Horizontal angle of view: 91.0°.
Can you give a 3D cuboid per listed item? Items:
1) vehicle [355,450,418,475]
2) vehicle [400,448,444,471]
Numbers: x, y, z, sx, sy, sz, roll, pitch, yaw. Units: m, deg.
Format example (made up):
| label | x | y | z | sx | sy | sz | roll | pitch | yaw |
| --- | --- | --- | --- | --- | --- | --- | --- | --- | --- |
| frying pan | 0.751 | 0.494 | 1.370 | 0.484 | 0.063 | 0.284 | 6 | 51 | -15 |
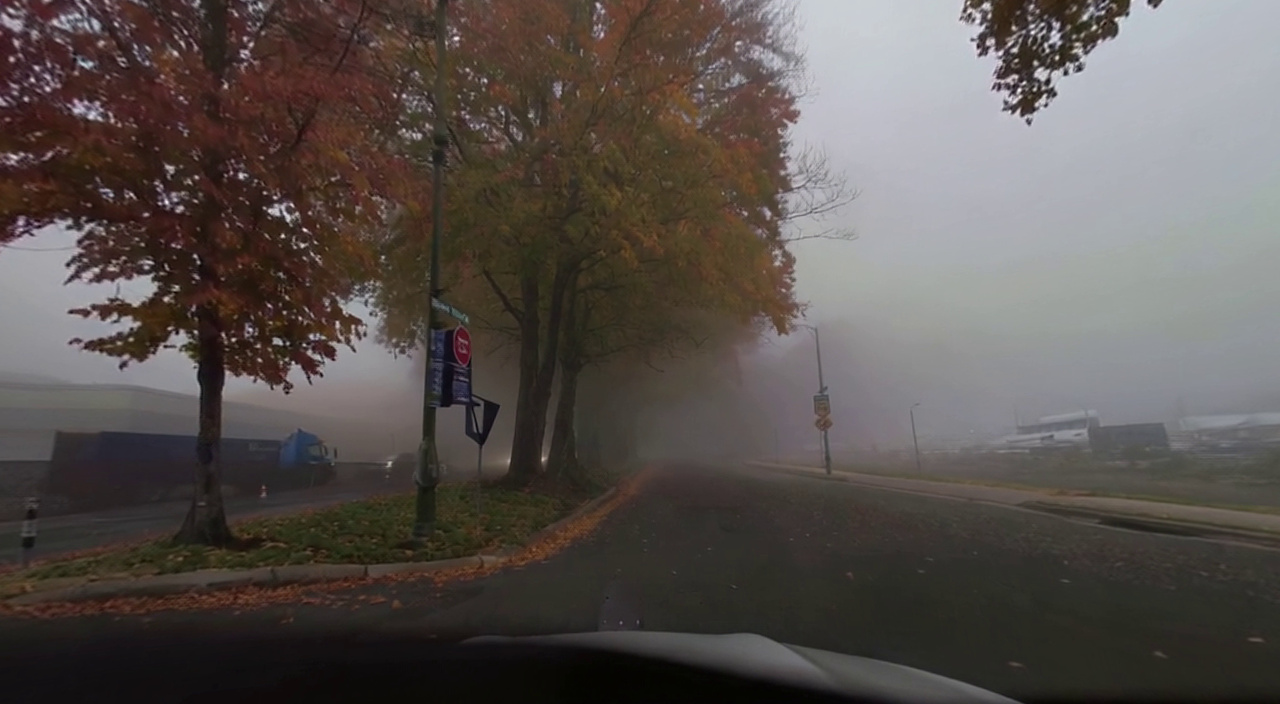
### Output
| label | x | y | z | sx | sy | sz | roll | pitch | yaw |
| --- | --- | --- | --- | --- | --- | --- | --- | --- | --- |
| vehicle | -18.300 | 7.988 | 45.655 | 1.907 | 1.644 | 4.410 | -2 | -9 | 14 |
| vehicle | -17.238 | 8.473 | 49.911 | 1.902 | 1.720 | 3.248 | -2 | -9 | 11 |
